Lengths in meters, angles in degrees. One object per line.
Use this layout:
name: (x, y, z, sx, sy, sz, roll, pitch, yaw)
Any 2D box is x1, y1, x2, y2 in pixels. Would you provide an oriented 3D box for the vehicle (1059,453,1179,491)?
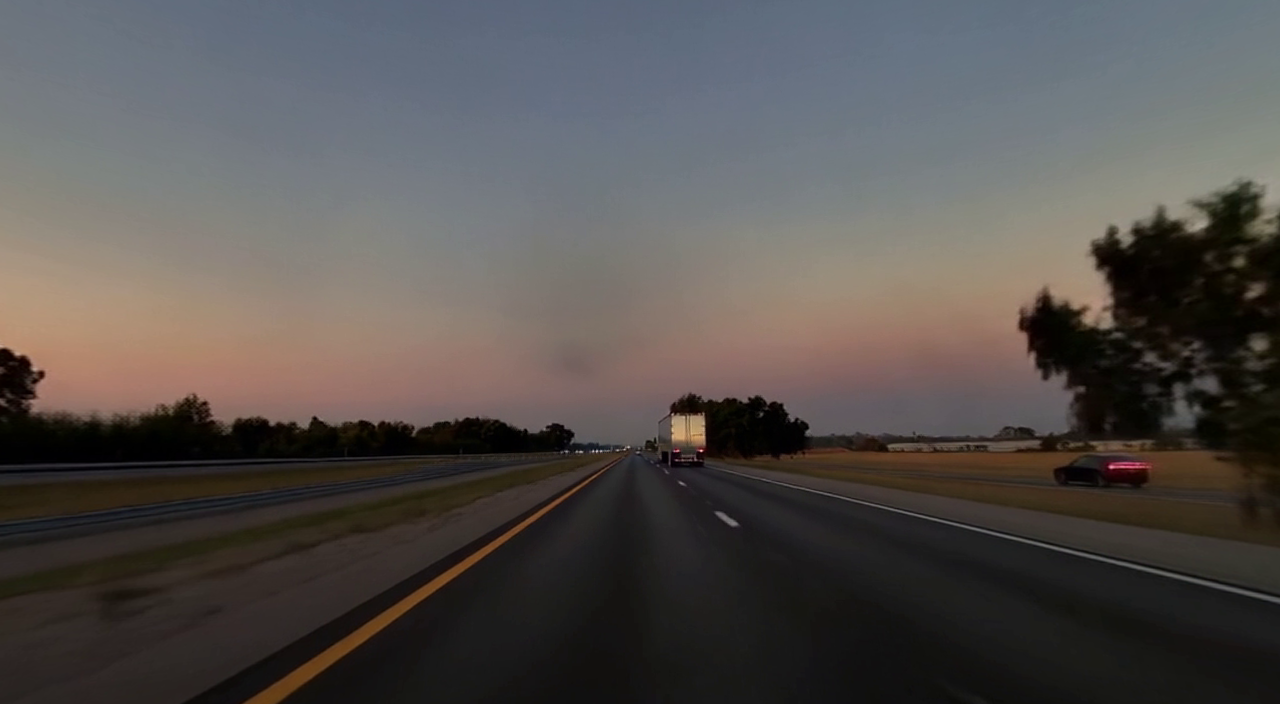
vehicle: (20.608, 5.151, 27.342, 1.836, 1.499, 3.936, 1, -9, -6)
